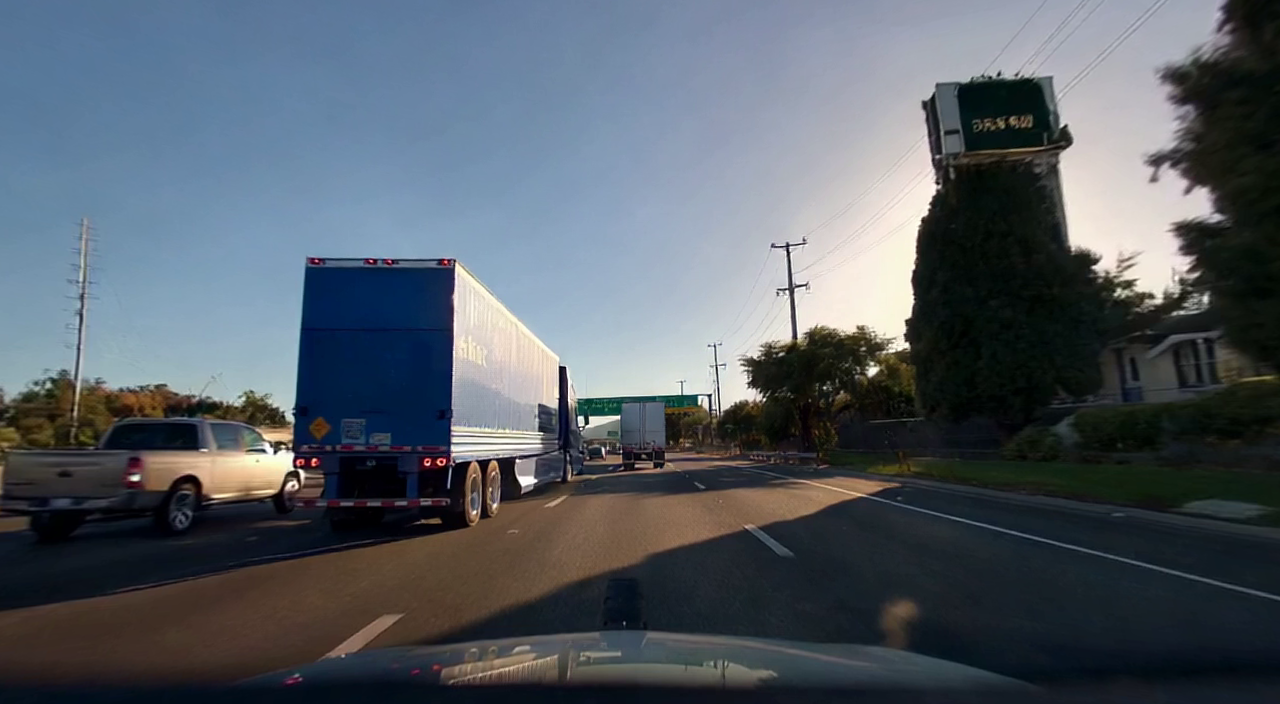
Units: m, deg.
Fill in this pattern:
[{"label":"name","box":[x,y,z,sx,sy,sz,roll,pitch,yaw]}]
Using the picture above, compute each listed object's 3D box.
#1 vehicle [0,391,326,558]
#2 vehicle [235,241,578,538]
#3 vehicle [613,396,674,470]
[{"label":"vehicle","box":[-7.447,1.797,9.924,2.168,1.897,5.308,0,-9,1]},{"label":"vehicle","box":[-3.887,1.628,16.454,2.875,4.083,15.756,0,-9,0]},{"label":"vehicle","box":[0.119,4.708,35.752,2.941,3.604,9.851,0,-9,-1]}]
